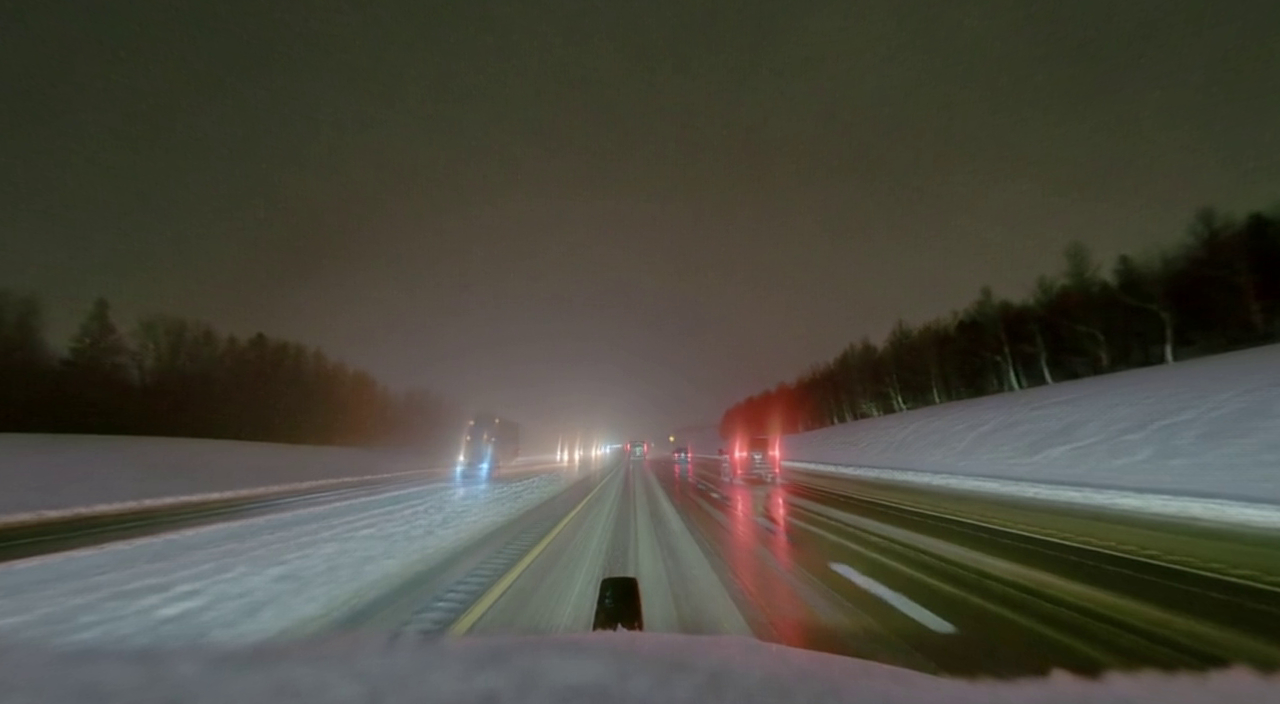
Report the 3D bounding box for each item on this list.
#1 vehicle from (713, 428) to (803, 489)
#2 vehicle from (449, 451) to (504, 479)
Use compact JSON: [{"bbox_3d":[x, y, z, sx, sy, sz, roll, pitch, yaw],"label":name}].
[{"bbox_3d":[4.038,3.790,22.488,2.177,1.914,5.245,0,-9,0],"label":"vehicle"},{"bbox_3d":[-9.319,6.440,36.061,1.967,1.492,4.280,0,-9,0],"label":"vehicle"}]
